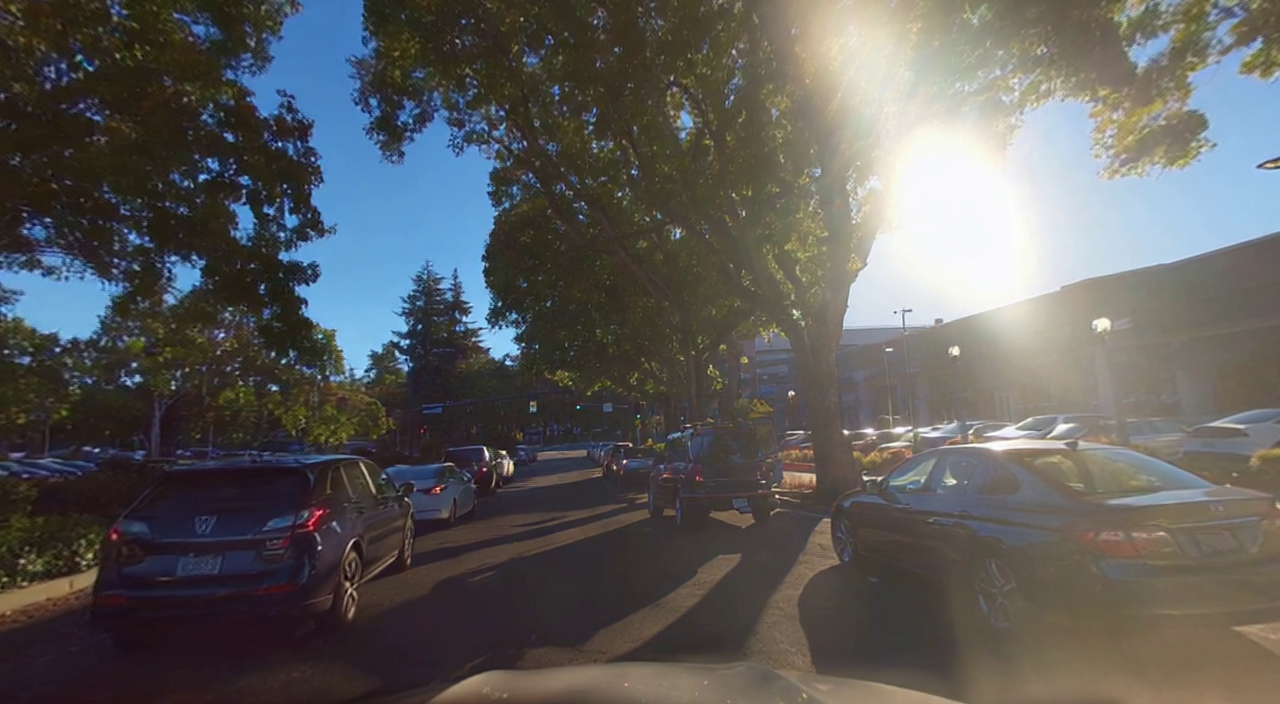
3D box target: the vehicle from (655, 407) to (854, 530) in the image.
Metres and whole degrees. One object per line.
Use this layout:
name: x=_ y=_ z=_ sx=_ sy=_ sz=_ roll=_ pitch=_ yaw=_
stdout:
vehicle: x=1.902 y=2.247 z=12.868 sx=2.324 sy=1.907 sz=5.634 roll=1 pitch=-8 yaw=-7

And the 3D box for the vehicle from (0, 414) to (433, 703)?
vehicle: x=-3.003 y=1.398 z=5.480 sx=1.968 sy=1.497 sz=4.286 roll=2 pitch=-9 yaw=-14

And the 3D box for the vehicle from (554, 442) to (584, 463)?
vehicle: x=-5.267 y=7.358 z=46.523 sx=2.095 sy=1.473 sz=4.301 roll=1 pitch=-8 yaw=-7

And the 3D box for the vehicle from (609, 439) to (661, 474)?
vehicle: x=-0.318 y=4.792 z=29.197 sx=1.910 sy=1.493 sz=4.490 roll=1 pitch=-8 yaw=-7

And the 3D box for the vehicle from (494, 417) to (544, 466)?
vehicle: x=-8.750 y=6.603 z=46.635 sx=2.820 sy=3.263 sz=7.986 roll=1 pitch=-8 yaw=-6

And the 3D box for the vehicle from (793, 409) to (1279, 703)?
vehicle: x=3.164 y=1.399 z=5.637 sx=1.904 sy=1.494 sz=4.864 roll=1 pitch=-8 yaw=-6
